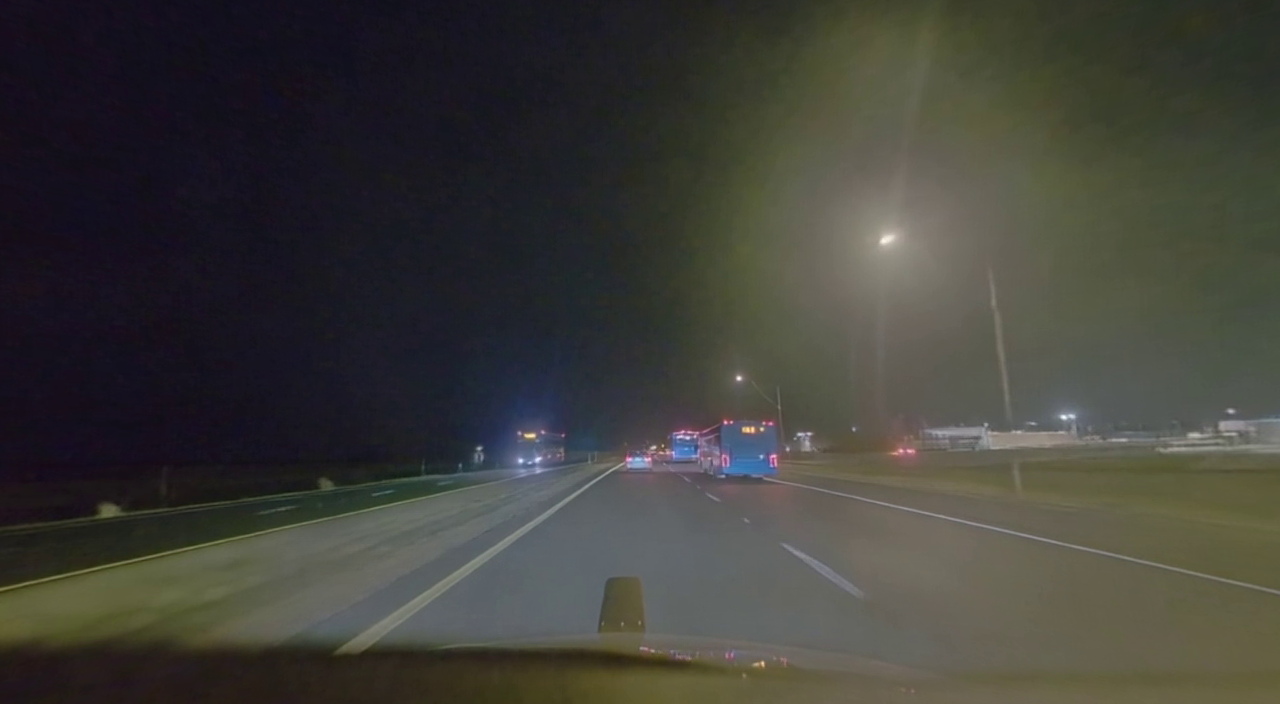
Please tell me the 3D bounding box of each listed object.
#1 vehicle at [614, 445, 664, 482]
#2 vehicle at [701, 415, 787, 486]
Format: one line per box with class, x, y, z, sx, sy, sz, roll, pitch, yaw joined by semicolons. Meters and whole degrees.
vehicle;-0.085;4.773;27.177;2.004;1.449;3.817;0;-9;-1
vehicle;4.065;4.038;25.943;2.440;2.555;5.957;0;-9;-1
